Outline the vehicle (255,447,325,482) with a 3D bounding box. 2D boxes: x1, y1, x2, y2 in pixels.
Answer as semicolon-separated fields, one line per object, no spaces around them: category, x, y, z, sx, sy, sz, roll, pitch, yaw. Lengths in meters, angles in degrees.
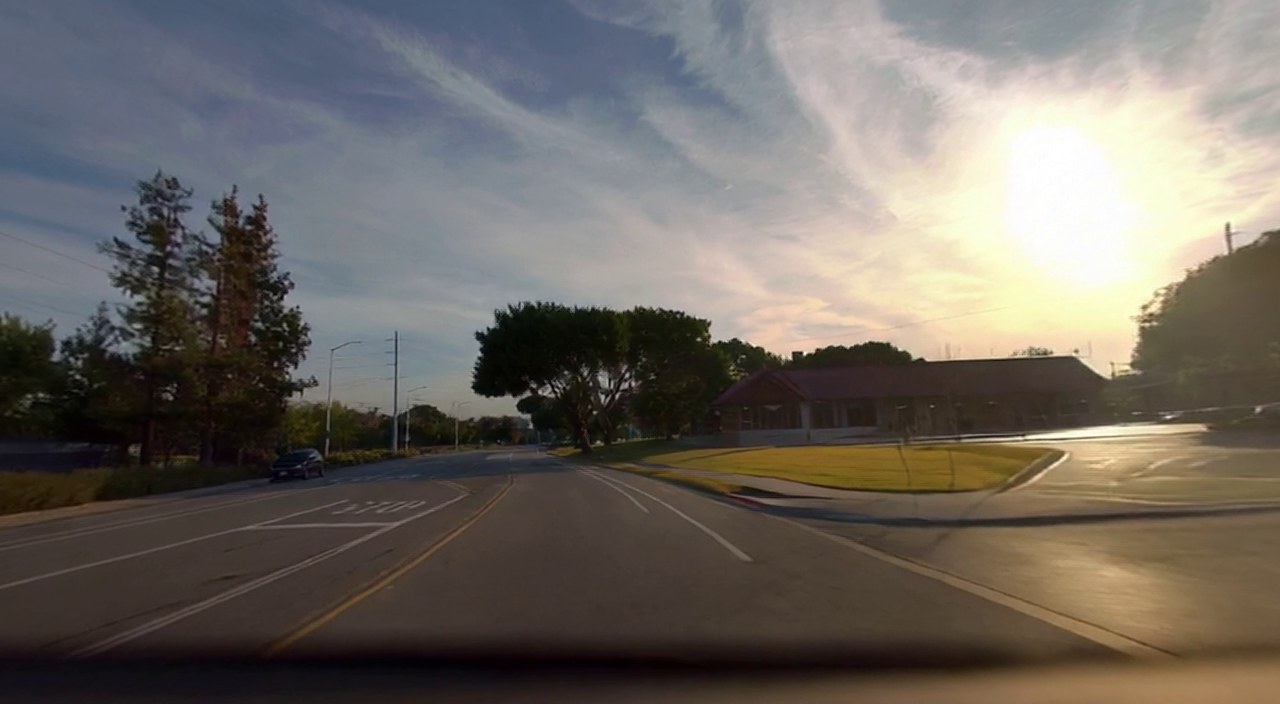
vehicle;-18.121;5.836;32.817;1.952;1.632;4.200;1;-10;-11
